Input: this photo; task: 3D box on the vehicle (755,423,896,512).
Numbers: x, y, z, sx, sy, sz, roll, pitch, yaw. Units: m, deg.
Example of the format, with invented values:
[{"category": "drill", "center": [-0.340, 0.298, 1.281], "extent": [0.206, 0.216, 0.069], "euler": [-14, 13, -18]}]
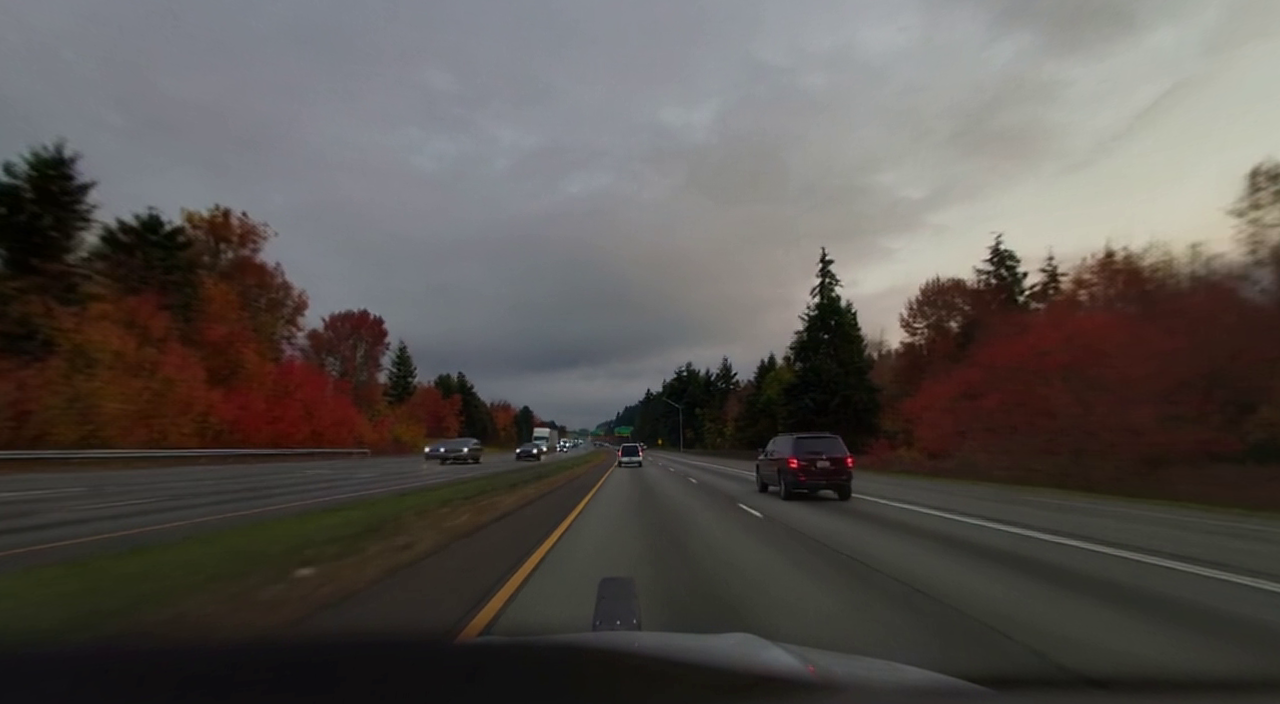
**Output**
[{"category": "vehicle", "center": [4.136, 2.645, 14.761], "extent": [1.982, 1.745, 4.151], "euler": [0, -9, -1]}]

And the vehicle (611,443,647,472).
[{"category": "vehicle", "center": [-0.680, 6.691, 40.012], "extent": [2.151, 1.693, 4.201], "euler": [0, -9, -1]}]

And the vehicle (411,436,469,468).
[{"category": "vehicle", "center": [-12.778, 6.448, 40.357], "extent": [2.160, 1.890, 4.748], "euler": [-1, -9, 0]}]
